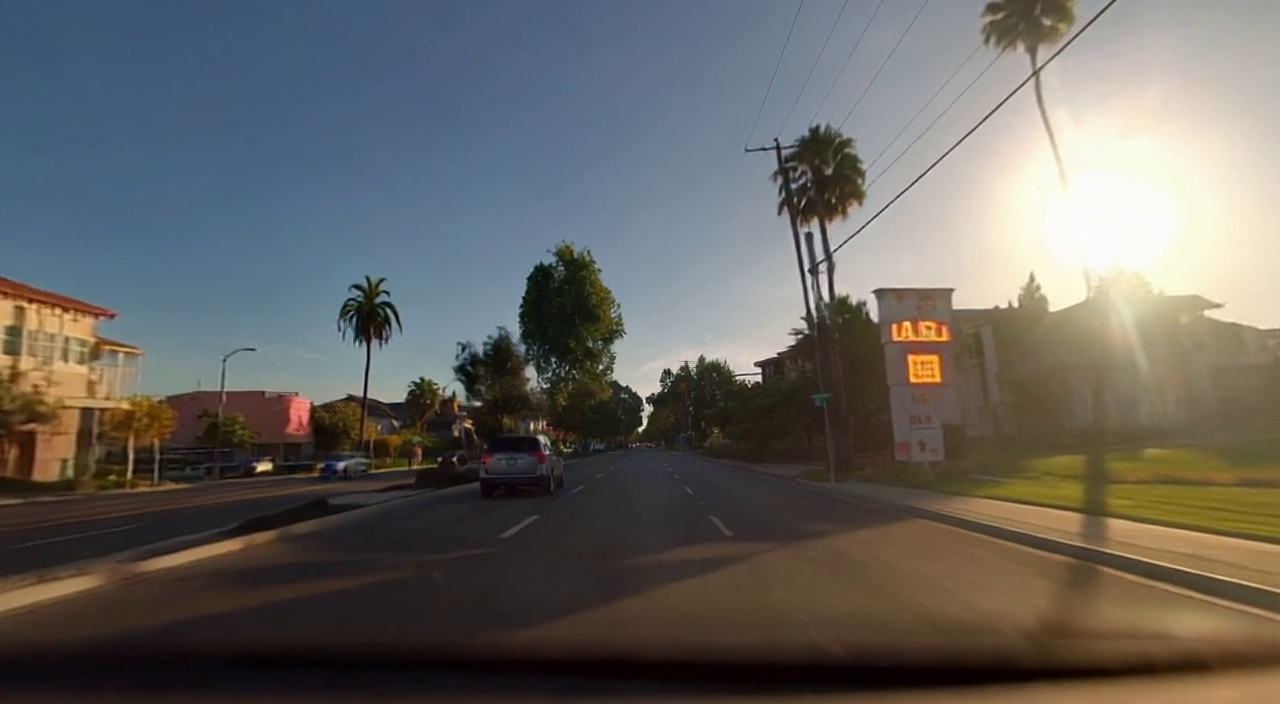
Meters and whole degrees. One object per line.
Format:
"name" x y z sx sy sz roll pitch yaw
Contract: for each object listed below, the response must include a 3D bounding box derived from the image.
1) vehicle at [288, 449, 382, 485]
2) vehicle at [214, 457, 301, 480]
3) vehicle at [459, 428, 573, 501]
"vehicle" -13.915 5.252 29.105 1.960 1.462 4.689 0 -8 1
"vehicle" -27.041 8.218 44.656 4.782 1.473 2.204 8 -12 -43
"vehicle" -3.138 2.963 17.037 2.062 1.693 4.669 0 -8 1
